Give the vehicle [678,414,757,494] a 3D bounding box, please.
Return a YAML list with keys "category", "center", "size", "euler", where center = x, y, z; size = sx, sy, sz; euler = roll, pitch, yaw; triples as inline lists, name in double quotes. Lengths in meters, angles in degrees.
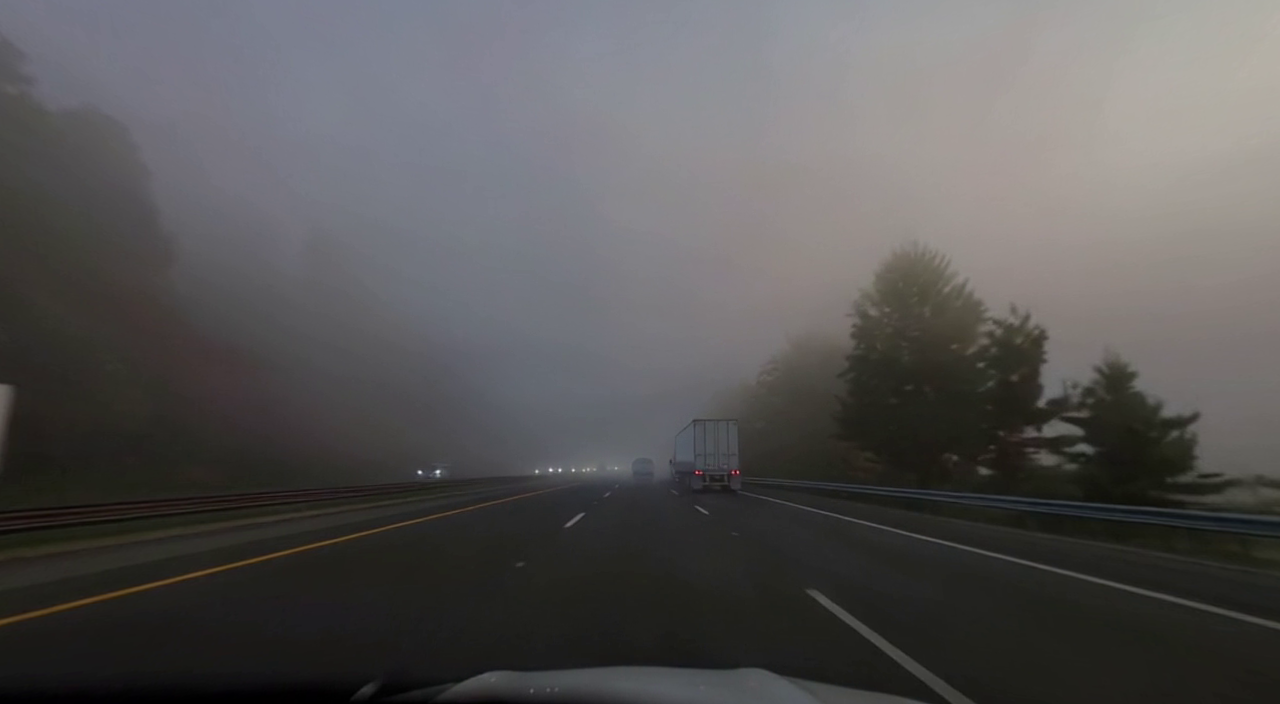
- category: "vehicle"
  center: [4.388, 6.441, 38.947]
  size: [3.139, 3.999, 13.840]
  euler: [1, -10, 0]
